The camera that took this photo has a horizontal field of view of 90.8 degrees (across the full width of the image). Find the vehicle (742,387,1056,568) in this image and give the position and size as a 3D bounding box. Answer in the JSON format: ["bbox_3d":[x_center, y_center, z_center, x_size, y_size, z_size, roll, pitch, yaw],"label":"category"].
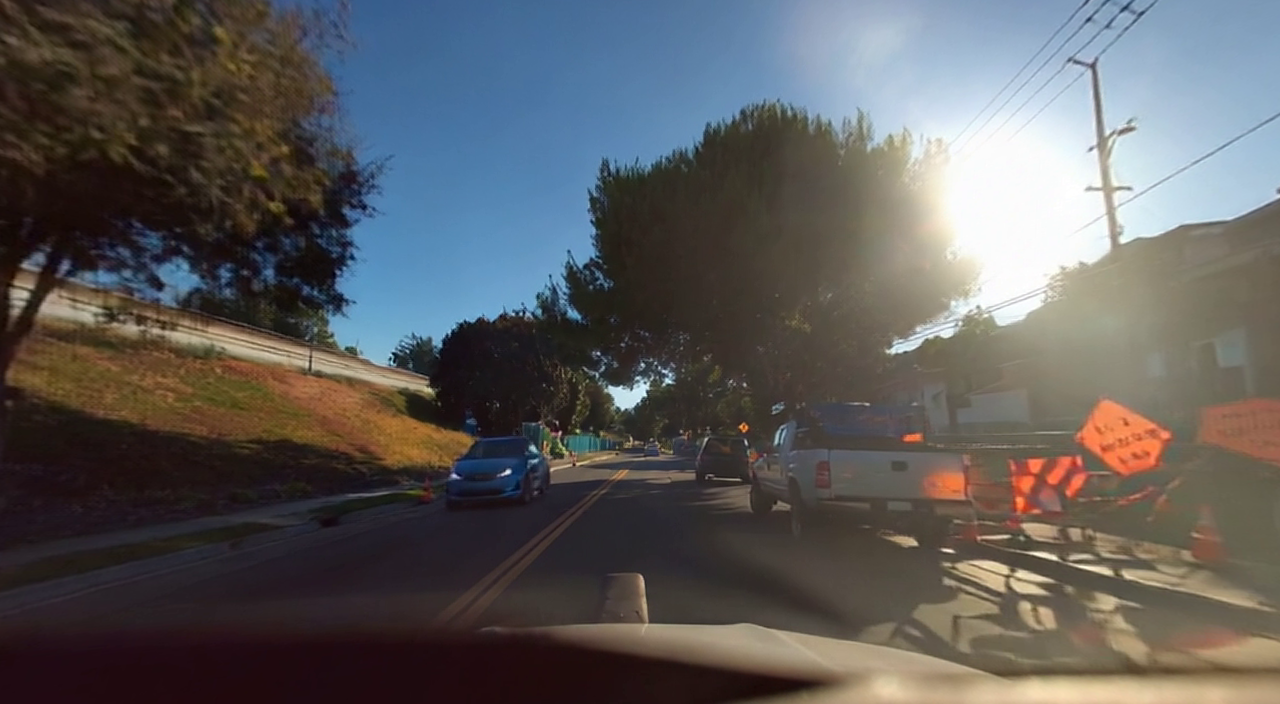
[{"bbox_3d":[3.529,1.926,10.554,2.759,2.114,6.152,0,-9,2],"label":"vehicle"}]

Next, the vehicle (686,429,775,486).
[{"bbox_3d":[3.466,4.244,25.832,2.617,2.020,6.531,0,-9,-1],"label":"vehicle"}]

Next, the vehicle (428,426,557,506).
[{"bbox_3d":[-3.493,2.799,15.919,2.078,1.716,4.367,0,-9,1],"label":"vehicle"}]
